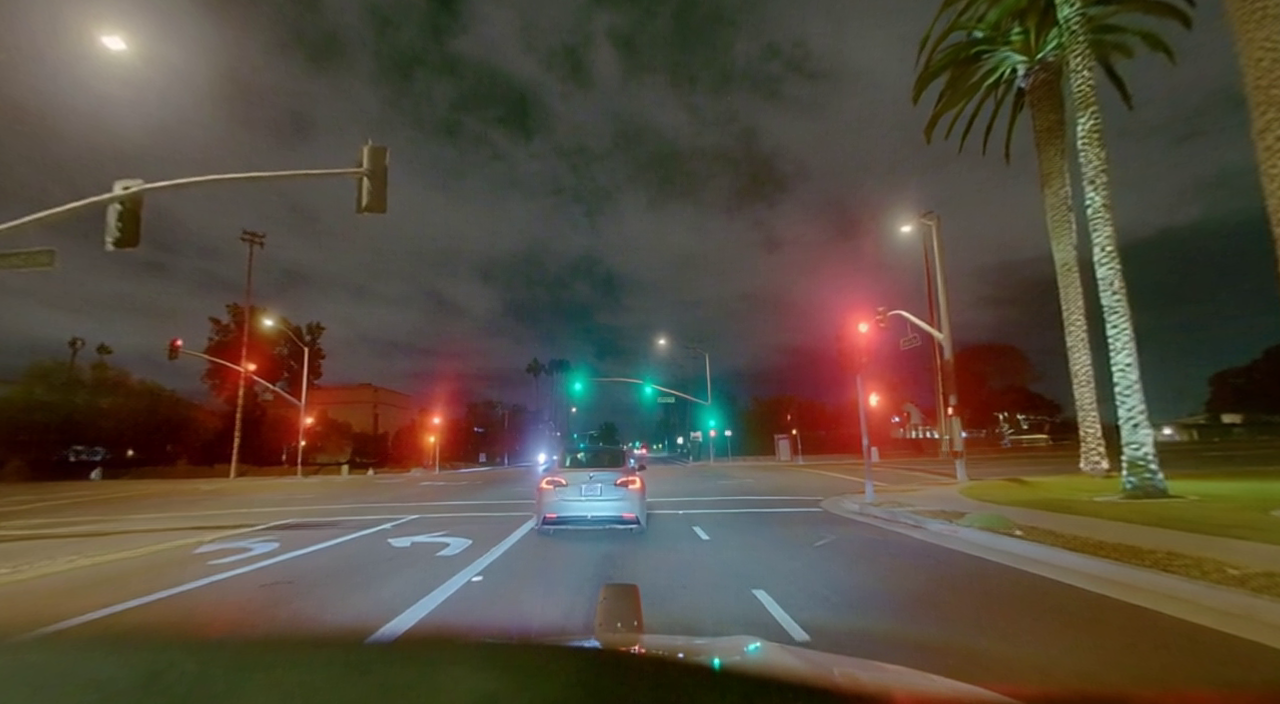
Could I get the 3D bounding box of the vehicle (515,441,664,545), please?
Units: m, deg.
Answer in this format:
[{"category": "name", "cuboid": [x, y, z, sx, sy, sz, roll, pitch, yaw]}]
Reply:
[{"category": "vehicle", "cuboid": [-0.791, 2.363, 11.354, 2.152, 1.478, 4.229, 0, -8, -2]}]
